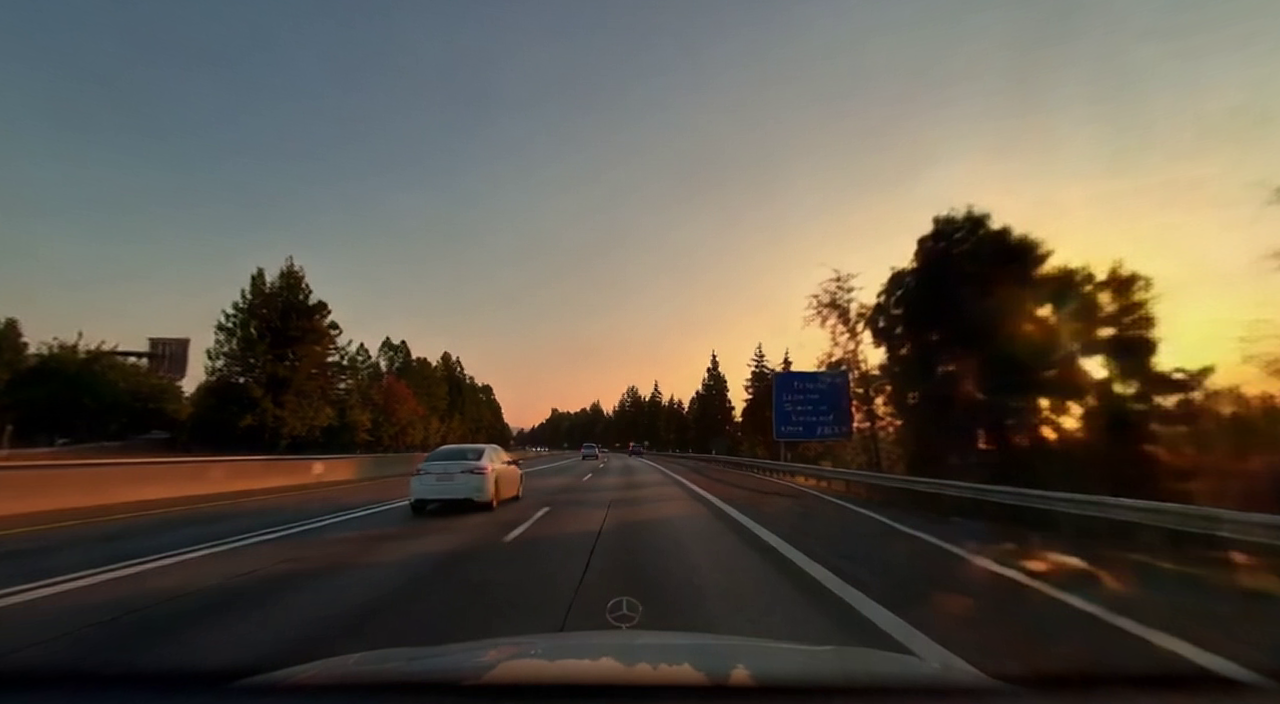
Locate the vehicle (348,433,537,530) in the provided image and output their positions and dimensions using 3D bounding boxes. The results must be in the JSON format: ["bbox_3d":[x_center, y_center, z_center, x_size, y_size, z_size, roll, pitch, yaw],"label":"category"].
[{"bbox_3d":[-3.652,2.514,12.892,2.184,1.574,5.004,0,-9,1],"label":"vehicle"}]
